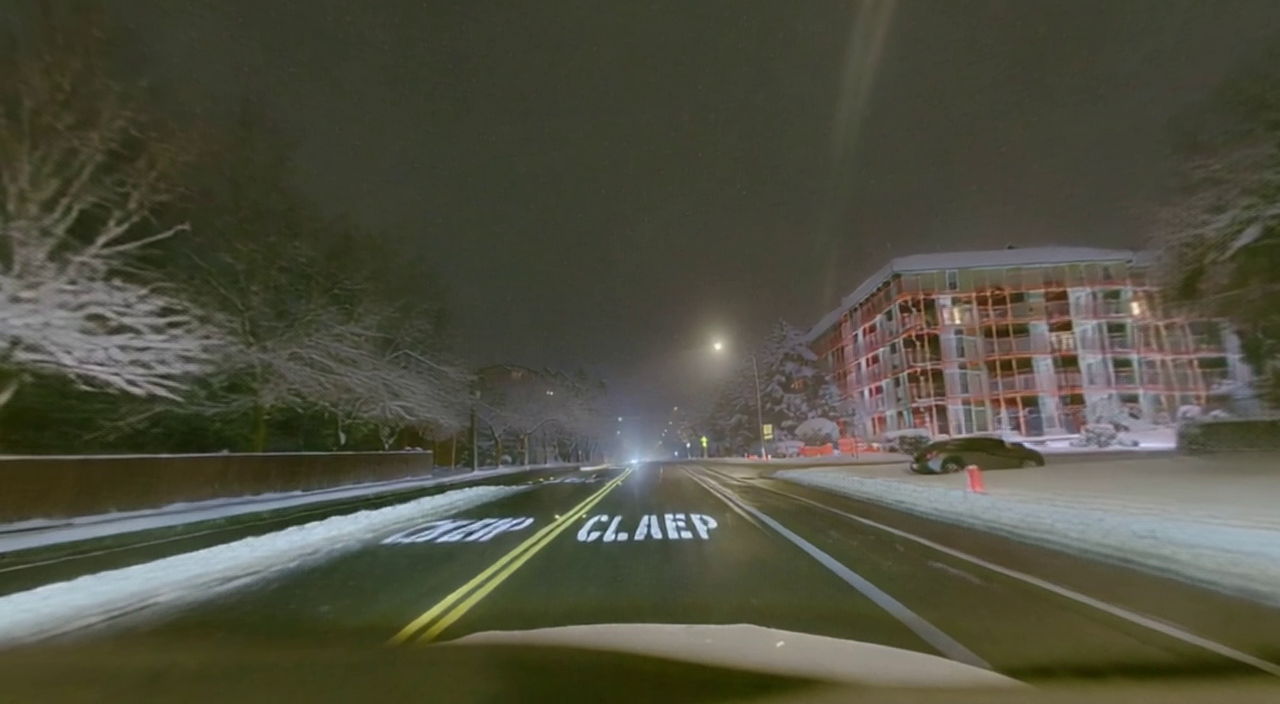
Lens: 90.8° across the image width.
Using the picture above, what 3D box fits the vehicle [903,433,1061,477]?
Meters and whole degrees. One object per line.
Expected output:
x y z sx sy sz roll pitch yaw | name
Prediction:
11.601 3.536 21.680 4.251 1.418 1.896 -1 -8 3 | vehicle
